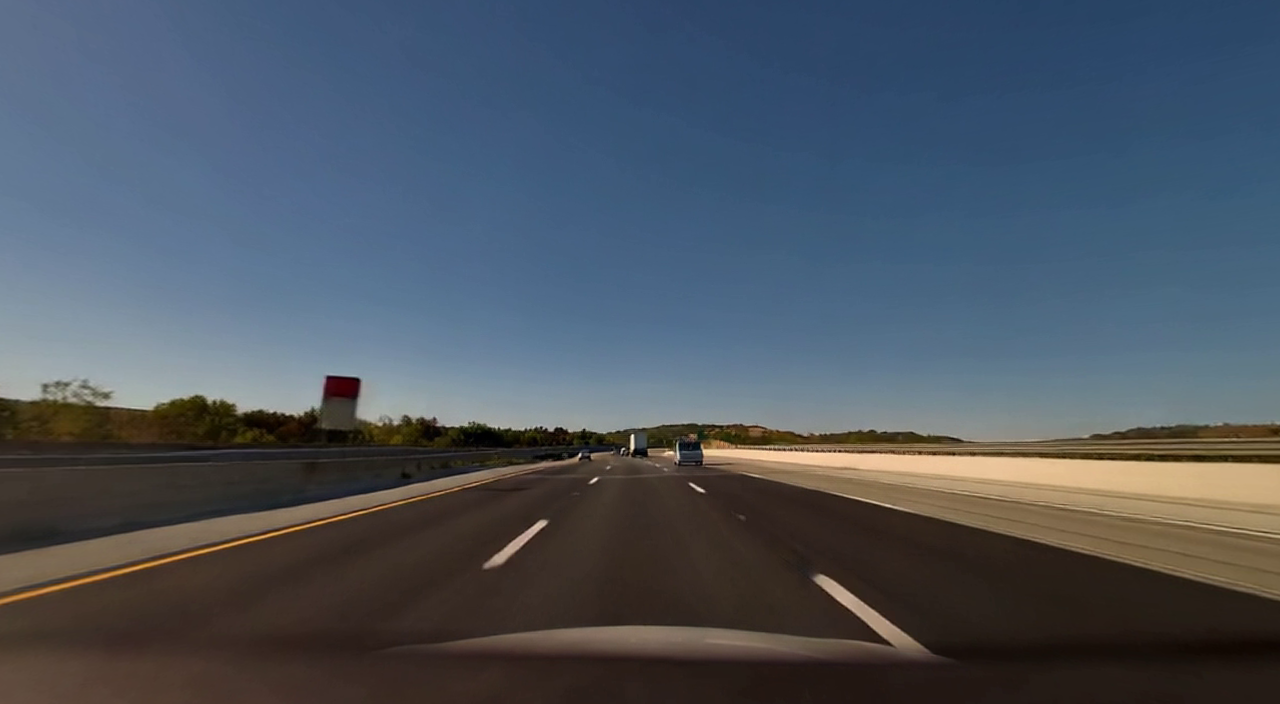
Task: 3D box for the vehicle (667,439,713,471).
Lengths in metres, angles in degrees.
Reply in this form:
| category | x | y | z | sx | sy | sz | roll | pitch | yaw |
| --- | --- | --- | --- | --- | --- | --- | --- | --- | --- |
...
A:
| category | x | y | z | sx | sy | sz | roll | pitch | yaw |
| --- | --- | --- | --- | --- | --- | --- | --- | --- | --- |
| vehicle | 3.035 | 6.406 | 39.087 | 2.233 | 1.861 | 4.494 | 1 | -9 | -3 |
